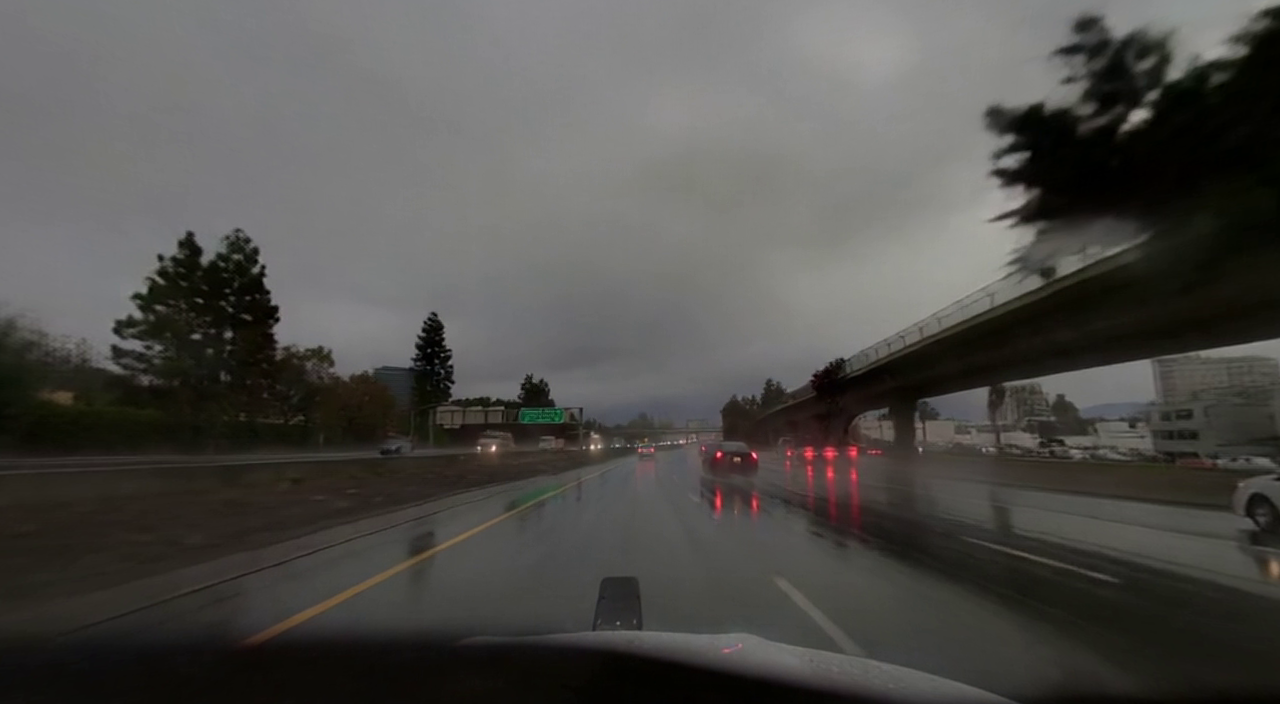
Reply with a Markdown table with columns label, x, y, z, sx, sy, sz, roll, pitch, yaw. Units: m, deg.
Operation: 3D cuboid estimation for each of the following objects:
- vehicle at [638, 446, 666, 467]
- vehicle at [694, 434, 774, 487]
| label | x | y | z | sx | sy | sz | roll | pitch | yaw |
| --- | --- | --- | --- | --- | --- | --- | --- | --- | --- |
| vehicle | 0.922 | 8.059 | 48.833 | 2.046 | 1.475 | 3.784 | 0 | -9 | 1 |
| vehicle | 3.376 | 4.047 | 23.786 | 2.226 | 1.779 | 4.835 | 0 | -9 | -1 |
